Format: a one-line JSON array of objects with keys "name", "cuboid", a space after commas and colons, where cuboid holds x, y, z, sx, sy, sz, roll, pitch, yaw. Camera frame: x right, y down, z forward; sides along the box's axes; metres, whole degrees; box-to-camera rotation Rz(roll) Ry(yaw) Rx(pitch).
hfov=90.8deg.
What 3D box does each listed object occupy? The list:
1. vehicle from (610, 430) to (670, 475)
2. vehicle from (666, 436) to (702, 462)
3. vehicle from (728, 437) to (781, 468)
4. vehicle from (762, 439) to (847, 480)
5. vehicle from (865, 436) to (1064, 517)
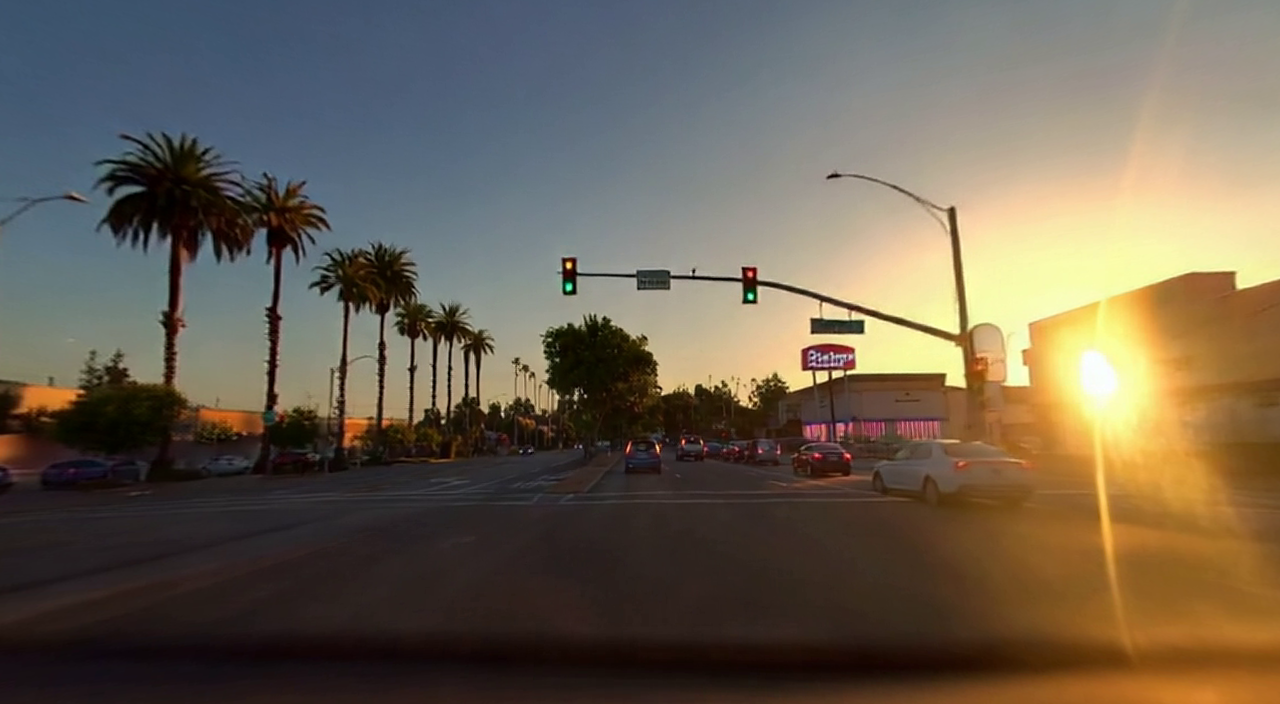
[{"name": "vehicle", "cuboid": [-0.037, 4.495, 28.284, 2.428, 1.816, 4.959, 0, -9, -1]}, {"name": "vehicle", "cuboid": [3.146, 7.122, 46.190, 2.187, 1.777, 4.444, 0, -9, -2]}, {"name": "vehicle", "cuboid": [6.642, 5.906, 37.191, 2.100, 1.675, 4.536, 0, -9, -2]}, {"name": "vehicle", "cuboid": [6.622, 4.394, 26.038, 2.038, 1.476, 5.032, 0, -9, -1]}, {"name": "vehicle", "cuboid": [6.758, 2.628, 13.849, 1.902, 1.461, 4.428, 0, -9, -2]}]
